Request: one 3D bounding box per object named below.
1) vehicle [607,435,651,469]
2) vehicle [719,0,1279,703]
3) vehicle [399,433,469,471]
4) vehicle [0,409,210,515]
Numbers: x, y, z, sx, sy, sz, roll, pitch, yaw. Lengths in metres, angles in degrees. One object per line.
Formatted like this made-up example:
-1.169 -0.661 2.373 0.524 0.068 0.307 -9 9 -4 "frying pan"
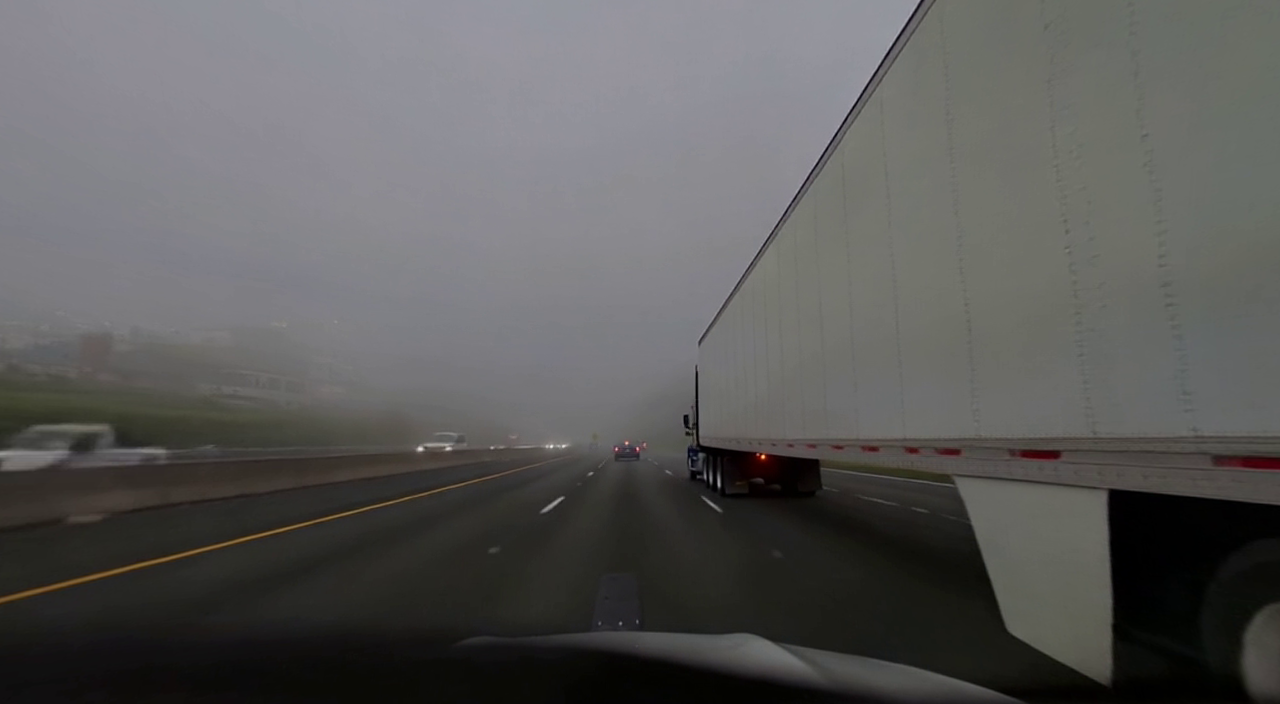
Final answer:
-0.594 5.316 33.696 2.191 1.685 4.015 0 -9 -1 "vehicle"
3.381 0.125 6.310 2.996 4.123 15.965 0 -9 0 "vehicle"
-10.241 5.000 31.805 2.107 1.758 4.496 0 -9 -2 "vehicle"
-13.948 2.697 15.888 2.213 2.161 5.648 0 -9 0 "vehicle"
